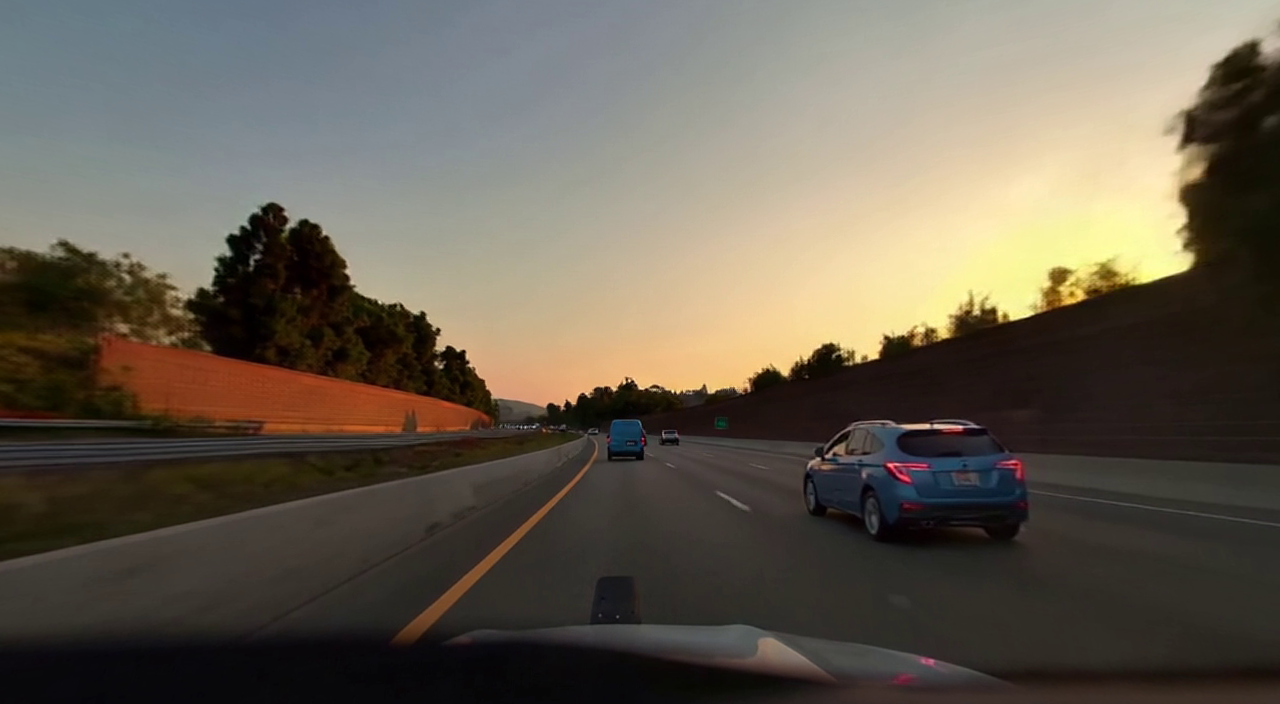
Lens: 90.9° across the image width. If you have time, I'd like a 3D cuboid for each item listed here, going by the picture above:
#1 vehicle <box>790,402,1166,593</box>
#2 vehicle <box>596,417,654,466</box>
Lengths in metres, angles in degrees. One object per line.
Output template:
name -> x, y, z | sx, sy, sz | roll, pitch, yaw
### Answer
vehicle -> 3.366, 1.502, 7.417 | 2.078, 1.600, 4.012 | 0, -8, -2
vehicle -> -0.719, 3.972, 28.152 | 2.403, 1.994, 4.683 | 0, -8, -3
